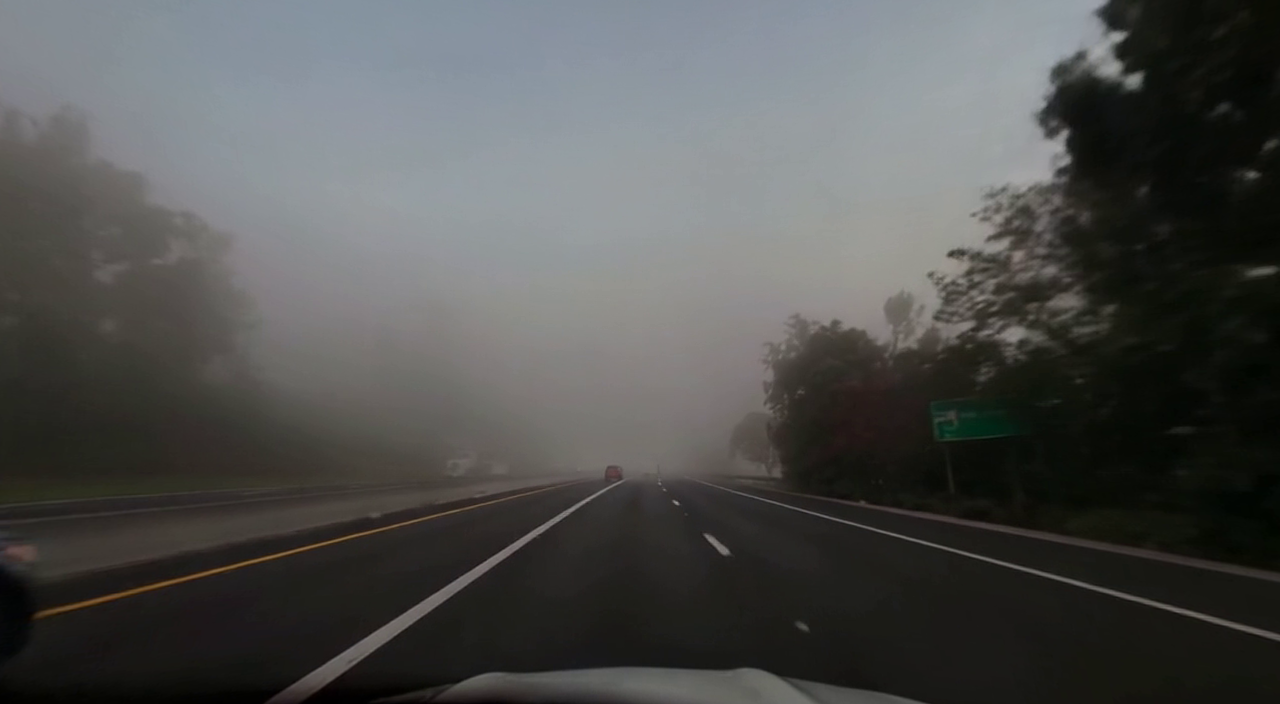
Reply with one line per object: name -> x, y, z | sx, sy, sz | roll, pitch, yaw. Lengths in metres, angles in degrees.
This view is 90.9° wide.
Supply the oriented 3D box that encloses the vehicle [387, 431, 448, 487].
vehicle -> -16.566, 8.046, 47.247 | 2.947, 3.901, 3.604 | 1, -11, 2
